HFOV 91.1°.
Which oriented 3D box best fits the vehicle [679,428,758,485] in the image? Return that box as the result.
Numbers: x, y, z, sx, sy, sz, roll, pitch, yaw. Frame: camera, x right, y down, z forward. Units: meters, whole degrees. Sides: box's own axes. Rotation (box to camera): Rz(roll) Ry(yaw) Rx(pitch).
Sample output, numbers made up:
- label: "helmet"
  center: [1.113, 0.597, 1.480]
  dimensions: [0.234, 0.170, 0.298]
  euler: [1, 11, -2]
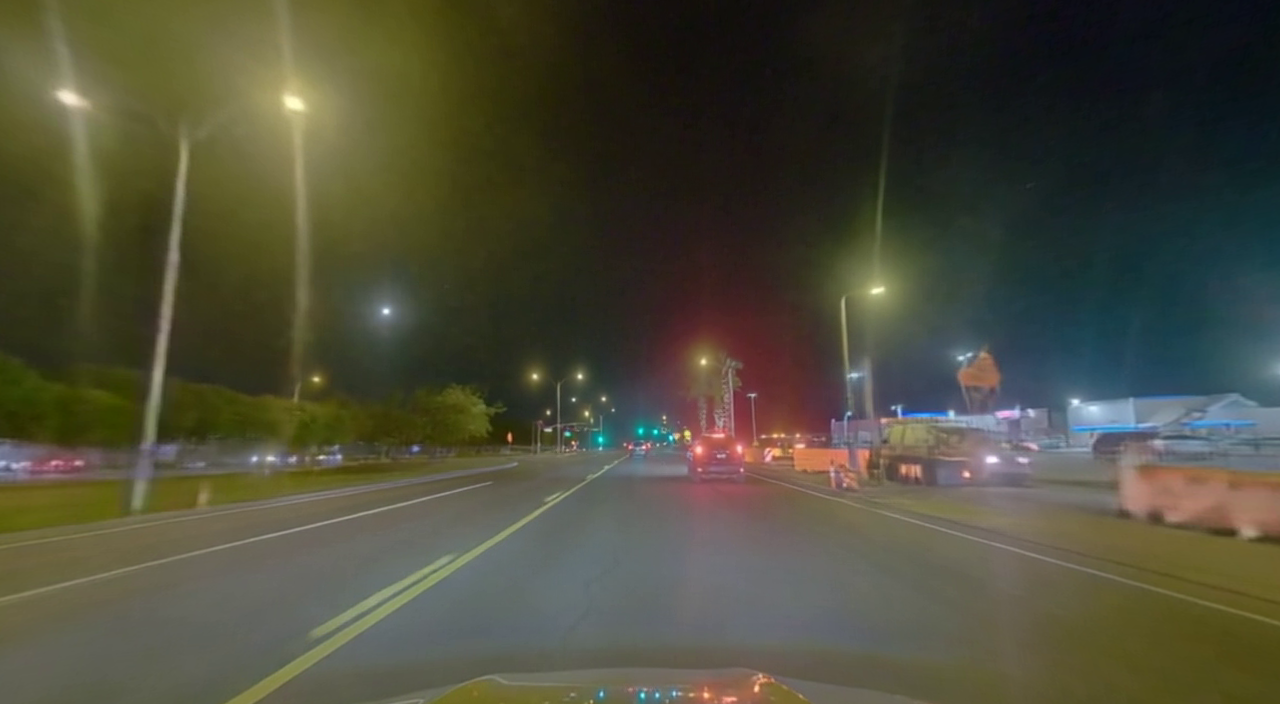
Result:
- label: "vehicle"
  center: [2.908, 4.070, 24.860]
  dimensions: [2.386, 1.970, 5.665]
  euler: [0, -8, 0]

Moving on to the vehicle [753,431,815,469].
- label: "vehicle"
  center: [10.833, 7.417, 48.020]
  dimensions: [2.799, 2.593, 7.710]
  euler: [-1, -8, 0]

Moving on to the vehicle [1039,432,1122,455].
- label: "vehicle"
  center: [30.644, 6.387, 43.667]
  dimensions: [4.762, 1.523, 1.933]
  euler: [2, -8, -13]

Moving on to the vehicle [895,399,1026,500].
- label: "vehicle"
  center: [11.006, 3.274, 21.377]
  dimensions: [2.609, 2.976, 4.867]
  euler: [-8, -11, 41]

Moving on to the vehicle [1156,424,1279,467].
- label: "vehicle"
  center: [30.396, 4.717, 31.732]
  dimensions: [6.580, 2.031, 2.456]
  euler: [1, -8, -3]
